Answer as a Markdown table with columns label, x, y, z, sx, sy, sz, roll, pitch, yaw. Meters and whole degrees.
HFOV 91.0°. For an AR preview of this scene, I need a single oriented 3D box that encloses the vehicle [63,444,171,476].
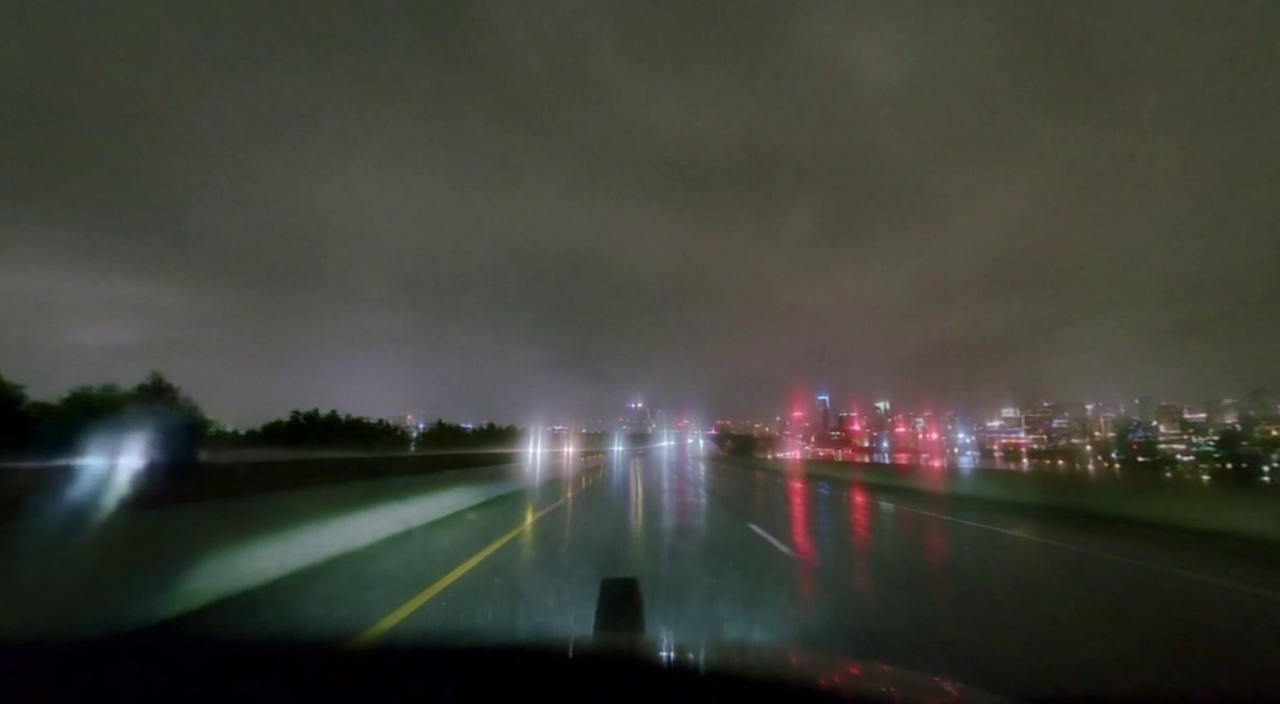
| label | x | y | z | sx | sy | sz | roll | pitch | yaw |
| --- | --- | --- | --- | --- | --- | --- | --- | --- | --- |
| vehicle | -27.468 | 5.659 | 33.273 | 1.776 | 1.507 | 4.684 | 0 | -8 | -2 |
